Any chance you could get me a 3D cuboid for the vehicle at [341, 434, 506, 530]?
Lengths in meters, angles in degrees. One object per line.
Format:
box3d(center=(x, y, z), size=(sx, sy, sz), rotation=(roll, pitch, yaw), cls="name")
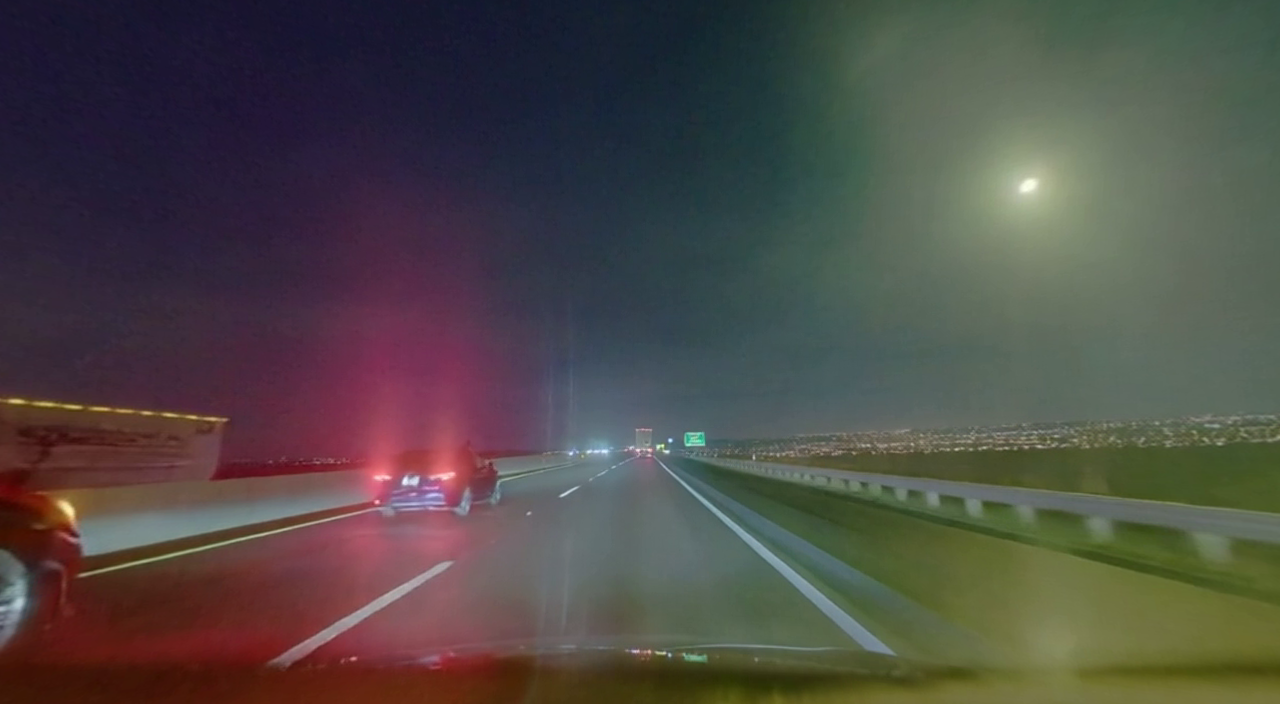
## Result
box3d(center=(-3.964, 2.428, 12.299), size=(1.880, 1.569, 3.714), rotation=(0, -9, 0), cls="vehicle")
